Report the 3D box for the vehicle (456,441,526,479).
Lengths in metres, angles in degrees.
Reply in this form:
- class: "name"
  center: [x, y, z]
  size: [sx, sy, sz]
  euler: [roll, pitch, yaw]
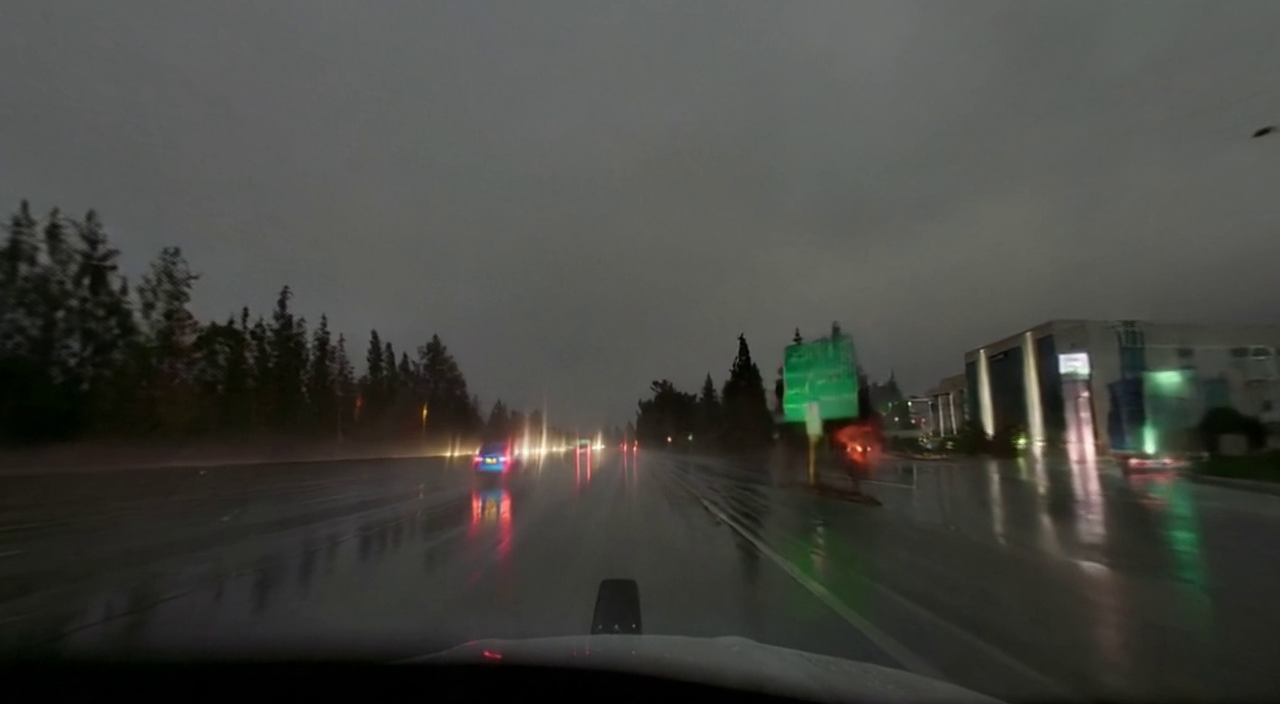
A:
- class: "vehicle"
  center: [-6.797, 4.960, 29.320]
  size: [2.016, 1.606, 4.806]
  euler: [0, -9, 1]
